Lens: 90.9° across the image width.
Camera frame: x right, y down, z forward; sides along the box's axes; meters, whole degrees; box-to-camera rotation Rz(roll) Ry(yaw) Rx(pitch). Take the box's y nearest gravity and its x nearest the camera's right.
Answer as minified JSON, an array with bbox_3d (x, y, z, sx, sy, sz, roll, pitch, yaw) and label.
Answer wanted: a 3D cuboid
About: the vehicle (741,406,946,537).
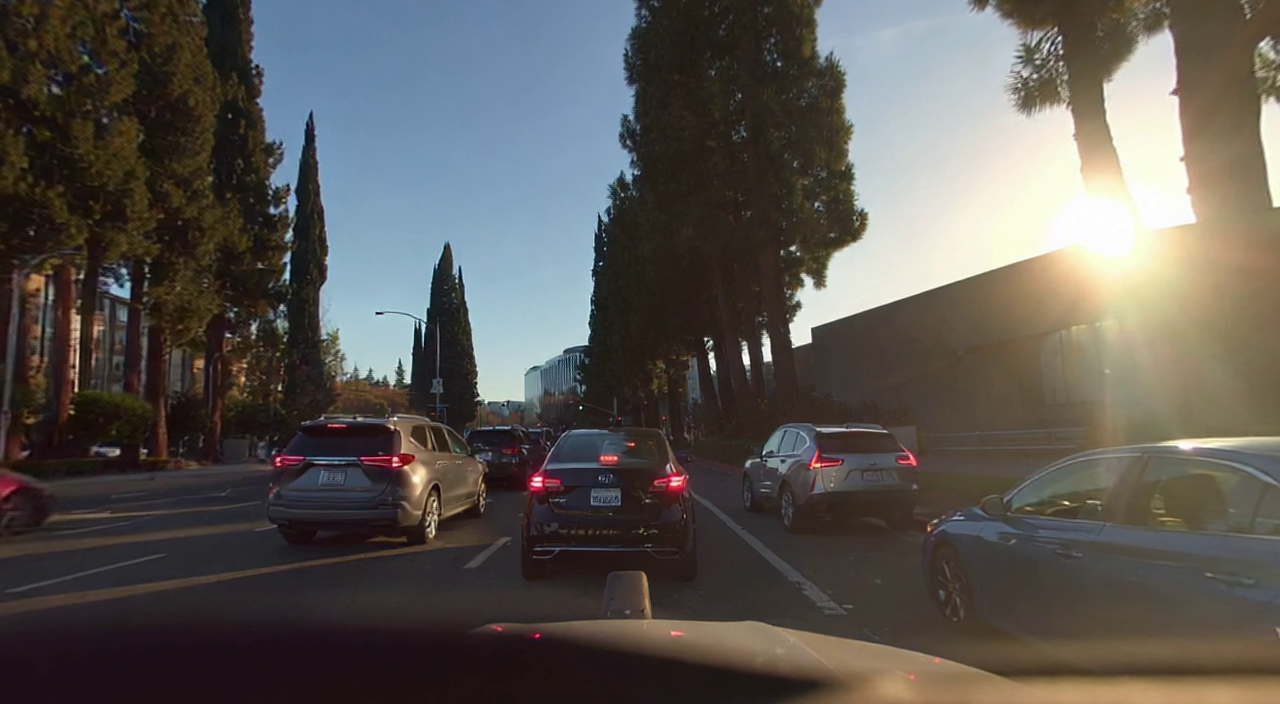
[{"bbox_3d":[3.327,2.085,11.545,2.117,1.879,4.715,0,-8,-1],"label":"vehicle"}]

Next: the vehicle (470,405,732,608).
[{"bbox_3d":[-0.364,1.584,7.422,2.114,1.631,4.459,0,-8,-1],"label":"vehicle"}]

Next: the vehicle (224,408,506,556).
[{"bbox_3d":[-3.767,1.886,9.896,2.141,1.718,4.809,0,-8,1],"label":"vehicle"}]

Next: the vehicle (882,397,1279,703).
[{"bbox_3d":[3.230,1.071,3.371,2.045,1.459,4.462,0,-8,-1],"label":"vehicle"}]
